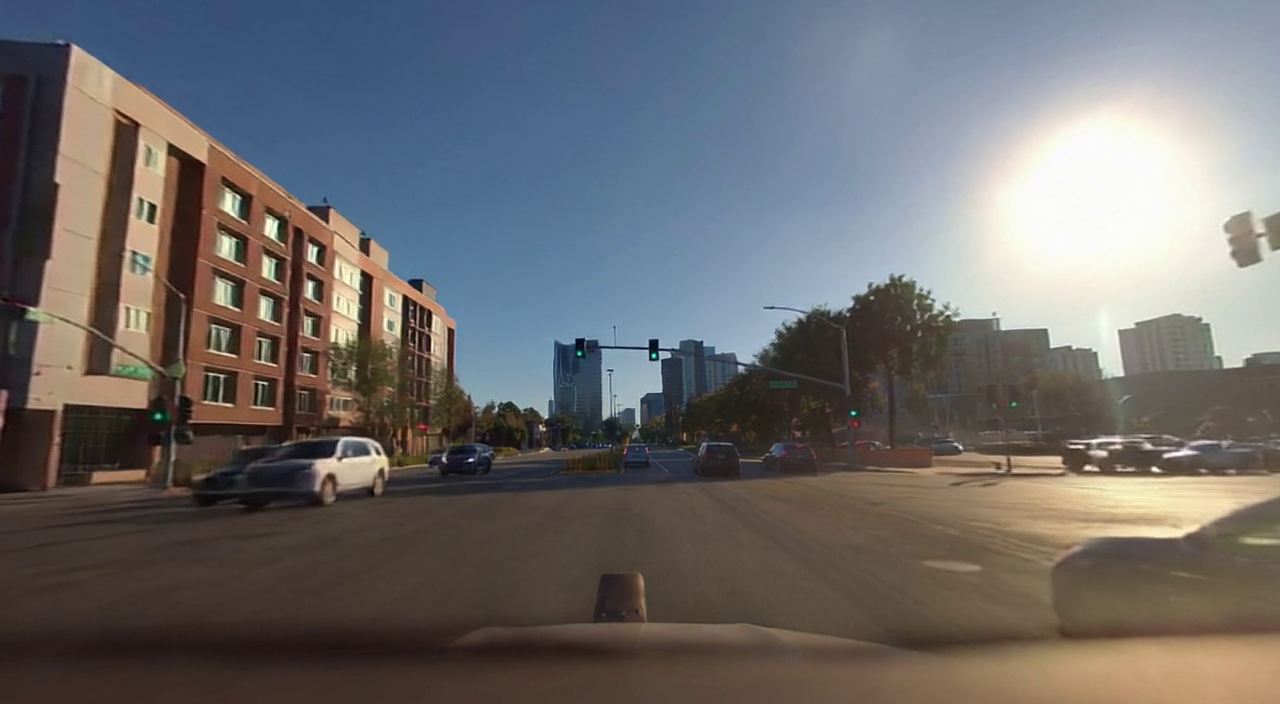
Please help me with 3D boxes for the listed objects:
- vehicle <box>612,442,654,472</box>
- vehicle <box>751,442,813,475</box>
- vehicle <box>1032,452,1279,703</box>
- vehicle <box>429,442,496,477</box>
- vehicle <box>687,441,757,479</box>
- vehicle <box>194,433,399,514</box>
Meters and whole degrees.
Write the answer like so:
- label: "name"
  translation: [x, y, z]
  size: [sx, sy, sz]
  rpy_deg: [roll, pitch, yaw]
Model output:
- label: "vehicle"
  translation: [-0.398, 5.669, 34.358]
  size: [2.143, 1.480, 4.006]
  rpy_deg: [0, -8, -1]
- label: "vehicle"
  translation: [6.816, 5.152, 30.854]
  size: [1.861, 1.473, 4.393]
  rpy_deg: [0, -8, -2]
- label: "vehicle"
  translation: [3.251, 0.896, 1.283]
  size: [2.080, 1.321, 4.382]
  rpy_deg: [0, -8, 0]
- label: "vehicle"
  translation: [-9.111, 5.529, 32.868]
  size: [2.160, 1.689, 4.451]
  rpy_deg: [0, -8, 0]
- label: "vehicle"
  translation: [3.394, 4.586, 27.135]
  size: [2.226, 1.490, 4.593]
  rpy_deg: [0, -8, -2]
- label: "vehicle"
  translation: [-8.572, 3.053, 16.490]
  size: [2.590, 1.769, 4.827]
  rpy_deg: [0, -8, 0]
